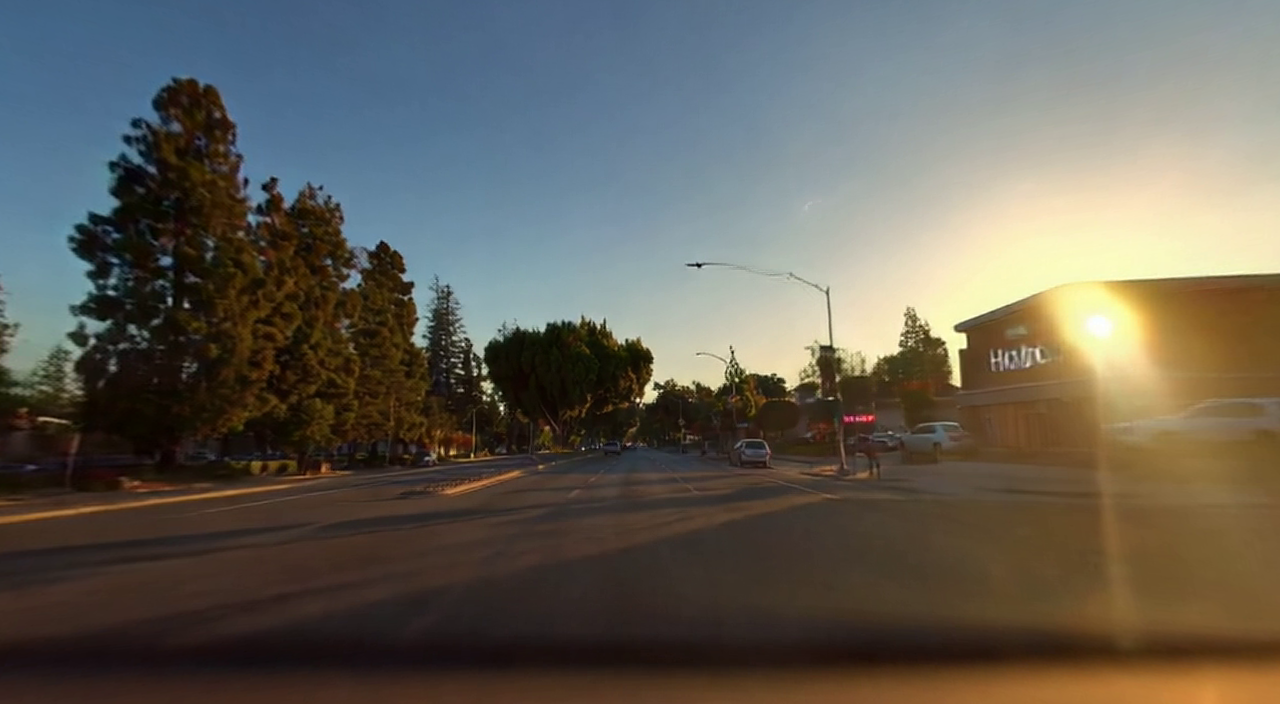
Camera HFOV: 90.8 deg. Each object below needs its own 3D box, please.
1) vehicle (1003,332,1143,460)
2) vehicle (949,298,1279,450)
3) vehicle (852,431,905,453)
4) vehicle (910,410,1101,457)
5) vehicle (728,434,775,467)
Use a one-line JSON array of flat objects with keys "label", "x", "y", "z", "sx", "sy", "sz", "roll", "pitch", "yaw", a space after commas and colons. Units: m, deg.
[{"label": "vehicle", "x": 17.591, "y": 1.911, "z": 25.332, "sx": 9.886, "sy": 4.618, "sz": 0.062, "roll": 5, "pitch": -10, "yaw": -30}, {"label": "vehicle", "x": 24.182, "y": 1.309, "z": 30.227, "sx": 16.415, "sy": 6.611, "sz": 1.394, "roll": -5, "pitch": -10, "yaw": 26}, {"label": "vehicle", "x": 14.497, "y": 5.495, "z": 38.369, "sx": 3.386, "sy": 1.301, "sz": 0.852, "roll": 4, "pitch": -9, "yaw": -25}, {"label": "vehicle", "x": 15.238, "y": 3.472, "z": 26.378, "sx": 6.592, "sy": 1.676, "sz": 4.007, "roll": 5, "pitch": -10, "yaw": -29}, {"label": "vehicle", "x": 6.839, "y": 6.105, "z": 39.164, "sx": 1.954, "sy": 1.907, "sz": 4.736, "roll": 0, "pitch": -8, "yaw": -1}]
